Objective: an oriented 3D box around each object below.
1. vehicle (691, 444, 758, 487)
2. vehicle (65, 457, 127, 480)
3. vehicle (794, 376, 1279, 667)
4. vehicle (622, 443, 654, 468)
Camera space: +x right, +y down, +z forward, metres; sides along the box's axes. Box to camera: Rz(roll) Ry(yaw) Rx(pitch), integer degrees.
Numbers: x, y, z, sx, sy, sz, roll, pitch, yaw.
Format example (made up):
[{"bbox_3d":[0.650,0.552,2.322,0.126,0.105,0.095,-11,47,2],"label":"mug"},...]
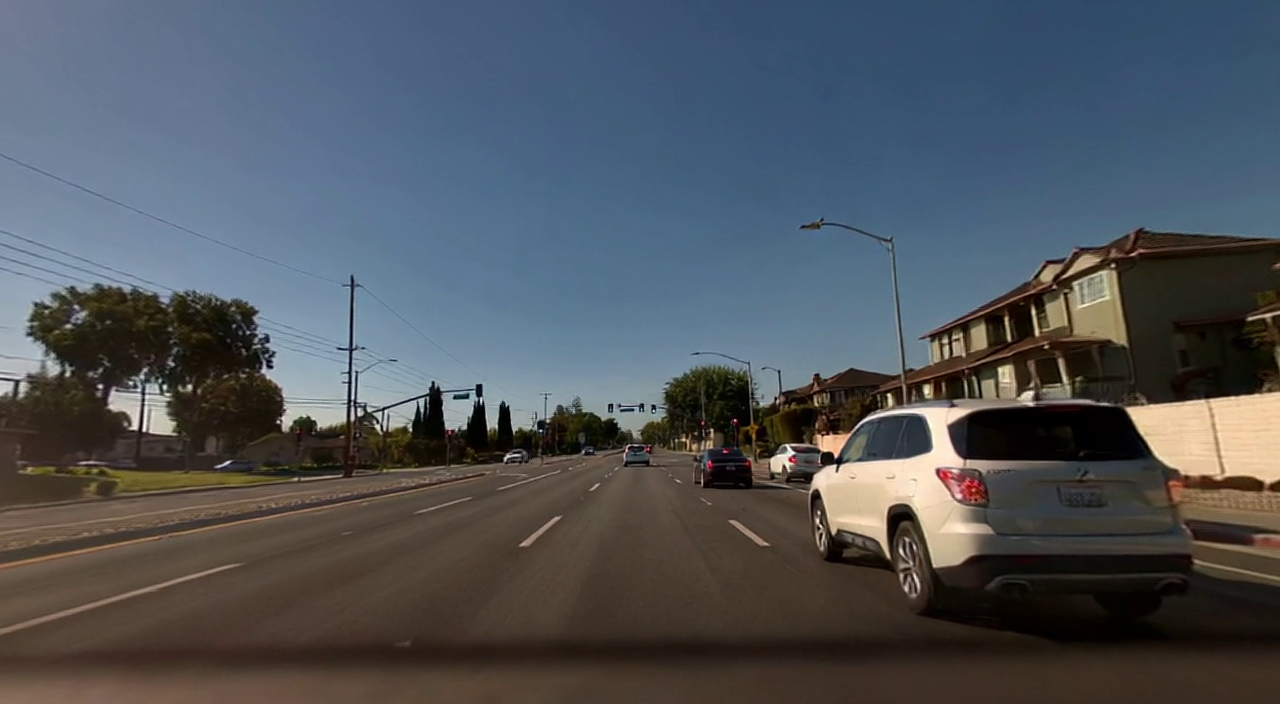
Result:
[{"bbox_3d":[3.024,4.154,23.400,1.889,1.451,4.180,0,-9,-1],"label":"vehicle"},{"bbox_3d":[-38.378,8.169,44.351,4.260,1.501,1.892,-5,-10,30],"label":"vehicle"},{"bbox_3d":[3.197,1.374,6.212,2.129,1.761,4.610,0,-9,0],"label":"vehicle"},{"bbox_3d":[-0.152,7.287,44.367,2.146,1.685,4.003,0,-9,0],"label":"vehicle"}]
